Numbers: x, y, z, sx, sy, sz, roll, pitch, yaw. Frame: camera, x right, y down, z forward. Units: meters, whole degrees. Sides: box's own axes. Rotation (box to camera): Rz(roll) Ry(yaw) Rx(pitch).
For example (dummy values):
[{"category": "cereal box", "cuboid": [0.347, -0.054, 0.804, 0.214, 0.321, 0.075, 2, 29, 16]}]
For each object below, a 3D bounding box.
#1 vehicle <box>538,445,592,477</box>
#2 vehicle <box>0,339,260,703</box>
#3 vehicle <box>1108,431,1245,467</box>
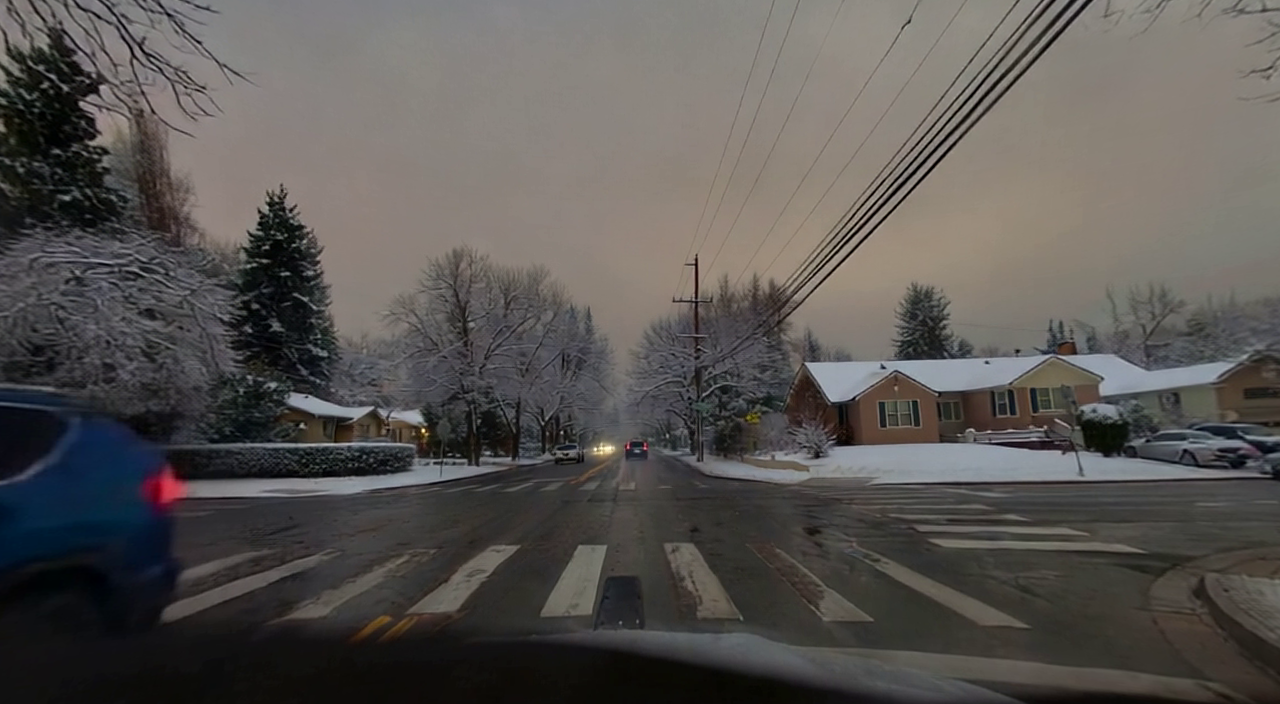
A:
[{"category": "vehicle", "cuboid": [-3.605, 5.327, 31.166, 2.102, 1.463, 4.024, 0, -9, 1]}, {"category": "vehicle", "cuboid": [-3.660, 0.752, 1.854, 2.330, 1.768, 4.553, 0, -8, -2]}, {"category": "vehicle", "cuboid": [23.427, 4.274, 27.876, 1.841, 1.448, 4.688, 0, -8, -1]}]
